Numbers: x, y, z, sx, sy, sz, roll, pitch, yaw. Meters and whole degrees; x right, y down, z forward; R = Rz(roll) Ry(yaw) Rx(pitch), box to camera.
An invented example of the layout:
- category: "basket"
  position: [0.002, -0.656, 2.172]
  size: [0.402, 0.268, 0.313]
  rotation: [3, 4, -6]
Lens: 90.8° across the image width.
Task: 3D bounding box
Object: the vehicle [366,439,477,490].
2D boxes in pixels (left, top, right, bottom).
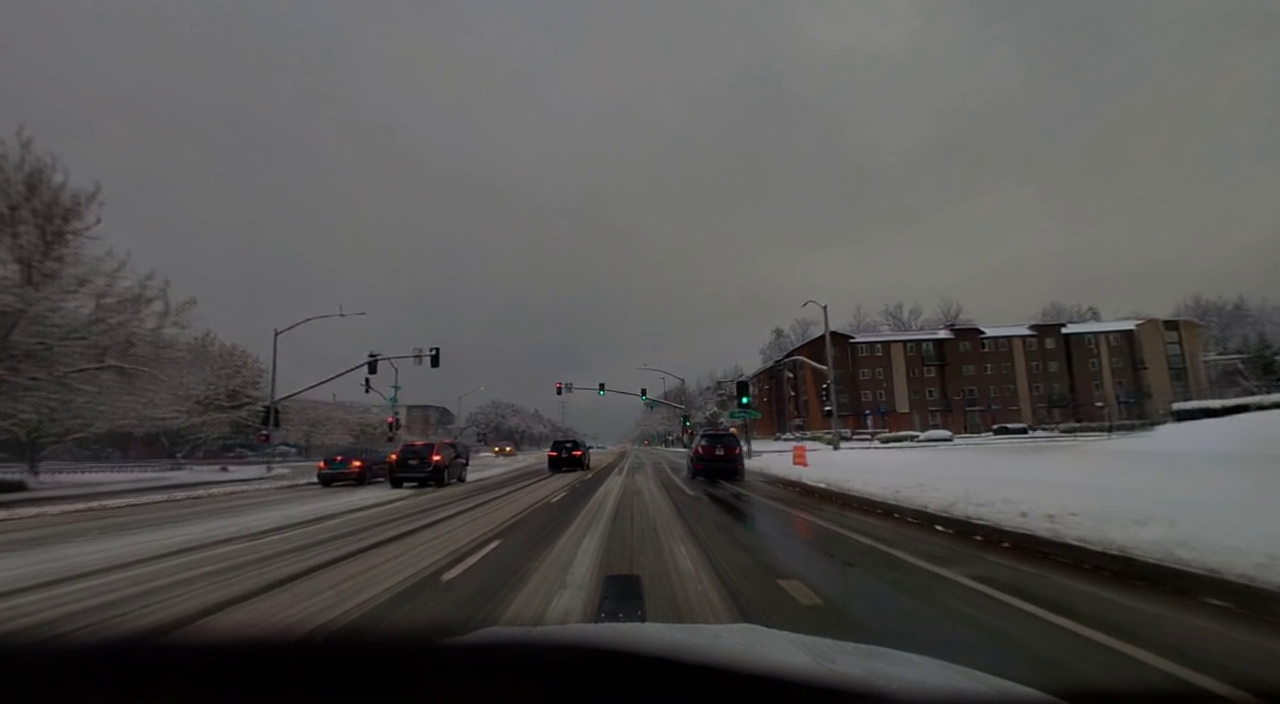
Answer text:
- category: "vehicle"
  position: [-7.049, 3.668, 21.002]
  size: [1.928, 1.488, 4.635]
  rotation: [0, -8, 1]

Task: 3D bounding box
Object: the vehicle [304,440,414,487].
- category: "vehicle"
  position: [-9.872, 3.934, 22.647]
  size: [1.874, 1.492, 4.475]
  rotation: [0, -8, 0]

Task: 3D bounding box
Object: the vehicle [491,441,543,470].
- category: "vehicle"
  position: [-6.597, 5.565, 34.185]
  size: [1.993, 1.492, 3.666]
  rotation: [0, -8, 1]

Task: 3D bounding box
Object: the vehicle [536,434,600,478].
- category: "vehicle"
  position: [-2.867, 4.268, 26.128]
  size: [2.121, 1.654, 3.993]
  rotation: [0, -8, 1]

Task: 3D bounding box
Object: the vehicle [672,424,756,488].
- category: "vehicle"
  position: [2.249, 3.336, 20.523]
  size: [2.197, 1.835, 4.316]
  rotation: [0, -8, 0]
